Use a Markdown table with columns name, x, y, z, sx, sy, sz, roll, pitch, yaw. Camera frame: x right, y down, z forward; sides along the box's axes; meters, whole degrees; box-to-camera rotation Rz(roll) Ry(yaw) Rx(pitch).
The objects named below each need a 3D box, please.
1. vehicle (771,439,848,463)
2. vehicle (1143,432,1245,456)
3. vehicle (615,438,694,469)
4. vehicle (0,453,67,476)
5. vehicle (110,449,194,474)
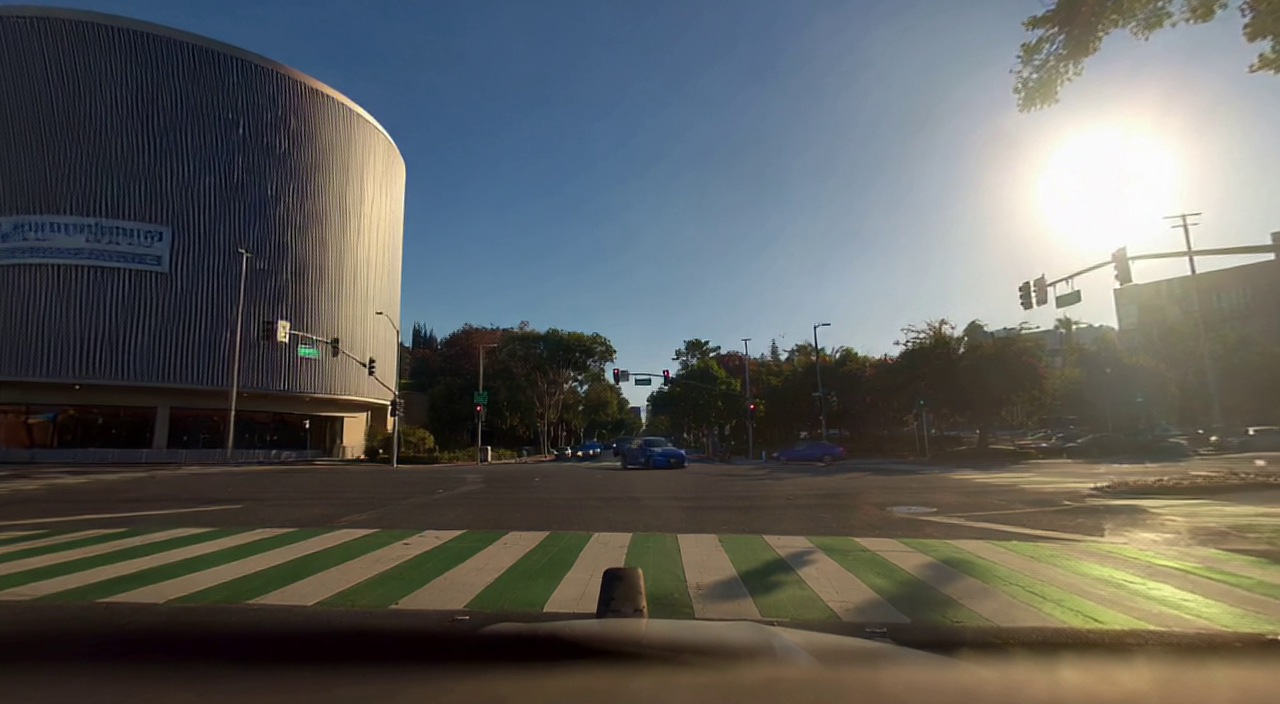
| name | x | y | z | sx | sy | sz | roll | pitch | yaw |
| --- | --- | --- | --- | --- | --- | --- | --- | --- | --- |
| vehicle | 10.632 | 6.240 | 39.791 | 4.529 | 1.457 | 1.981 | -2 | -9 | 10 |
| vehicle | 36.151 | 6.014 | 41.205 | 4.767 | 1.456 | 1.858 | -1 | -8 | 3 |
| vehicle | 0.619 | 5.164 | 32.324 | 2.280 | 1.454 | 4.836 | 3 | -9 | -22 |
| vehicle | -41.659 | 7.631 | 42.769 | 3.698 | 1.467 | 1.779 | 0 | -8 | 1 |
| vehicle | -33.071 | 7.401 | 42.755 | 4.136 | 1.661 | 1.857 | 0 | -8 | 1 |
